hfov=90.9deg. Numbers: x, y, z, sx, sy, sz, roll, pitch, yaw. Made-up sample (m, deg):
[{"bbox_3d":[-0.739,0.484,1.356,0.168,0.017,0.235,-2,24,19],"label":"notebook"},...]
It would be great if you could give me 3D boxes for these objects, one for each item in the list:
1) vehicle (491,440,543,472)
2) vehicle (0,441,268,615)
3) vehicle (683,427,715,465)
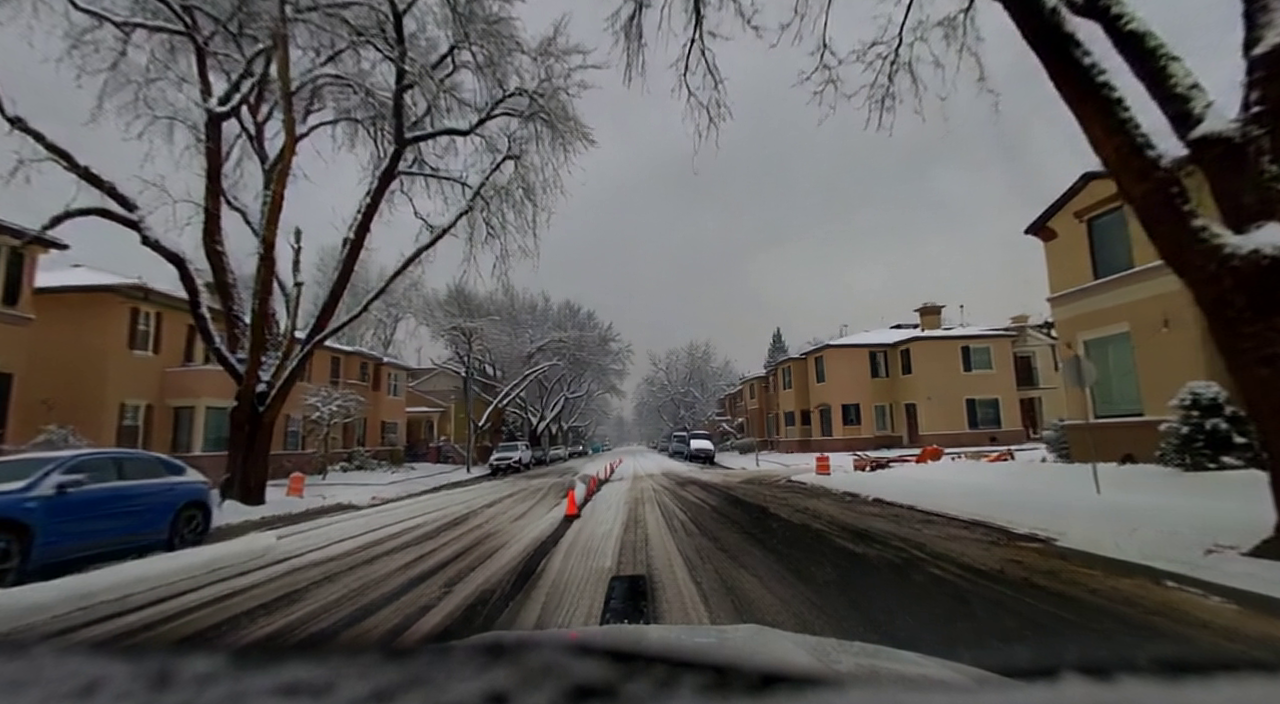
[{"bbox_3d":[-6.577,5.608,34.116,1.957,1.608,4.476,0,-8,-1],"label":"vehicle"},{"bbox_3d":[-6.537,1.733,6.856,2.137,1.481,4.503,0,-9,2],"label":"vehicle"},{"bbox_3d":[4.155,6.670,44.915,2.082,2.534,3.248,-1,-8,4],"label":"vehicle"}]
